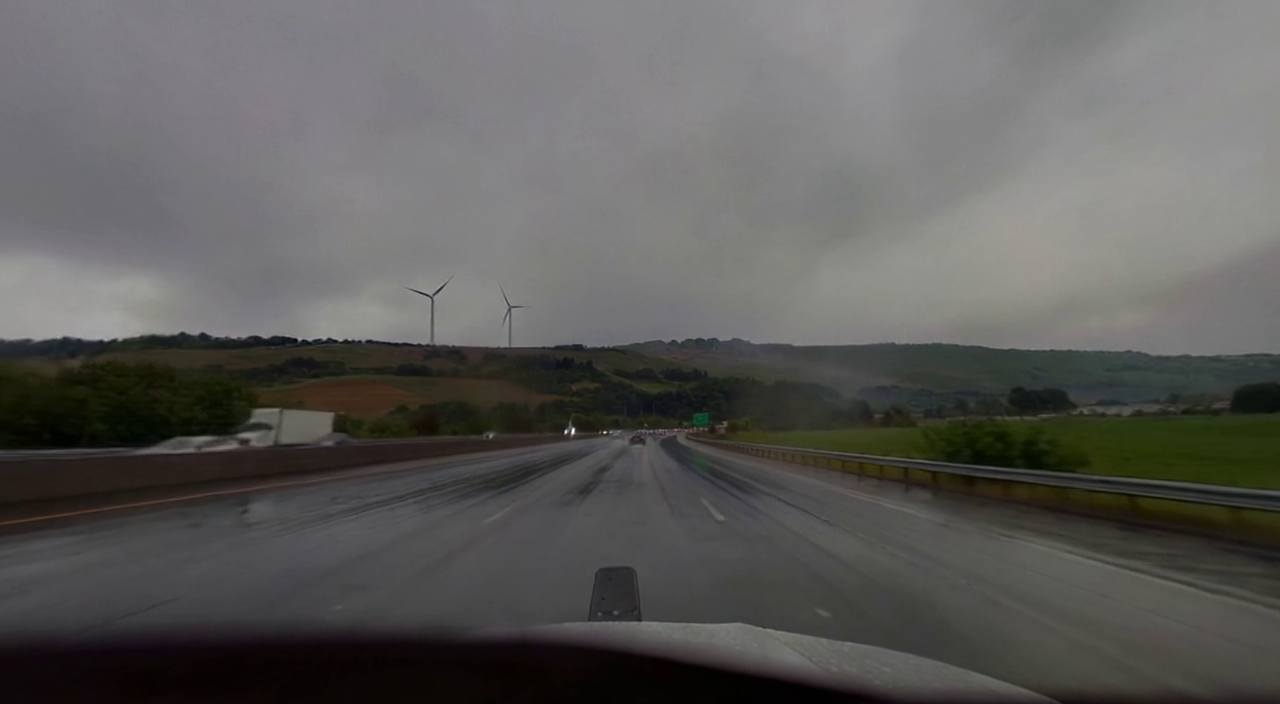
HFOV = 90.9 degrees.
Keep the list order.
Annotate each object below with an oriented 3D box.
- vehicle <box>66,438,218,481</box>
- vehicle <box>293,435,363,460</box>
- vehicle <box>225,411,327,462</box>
[{"bbox_3d":[-19.485,4.193,24.995,2.037,1.497,4.828,0,-8,1],"label":"vehicle"},{"bbox_3d":[-19.367,5.920,39.335,2.137,1.475,4.218,0,-8,1],"label":"vehicle"},{"bbox_3d":[-22.957,5.382,40.149,2.568,2.988,6.326,0,-8,1],"label":"vehicle"}]
